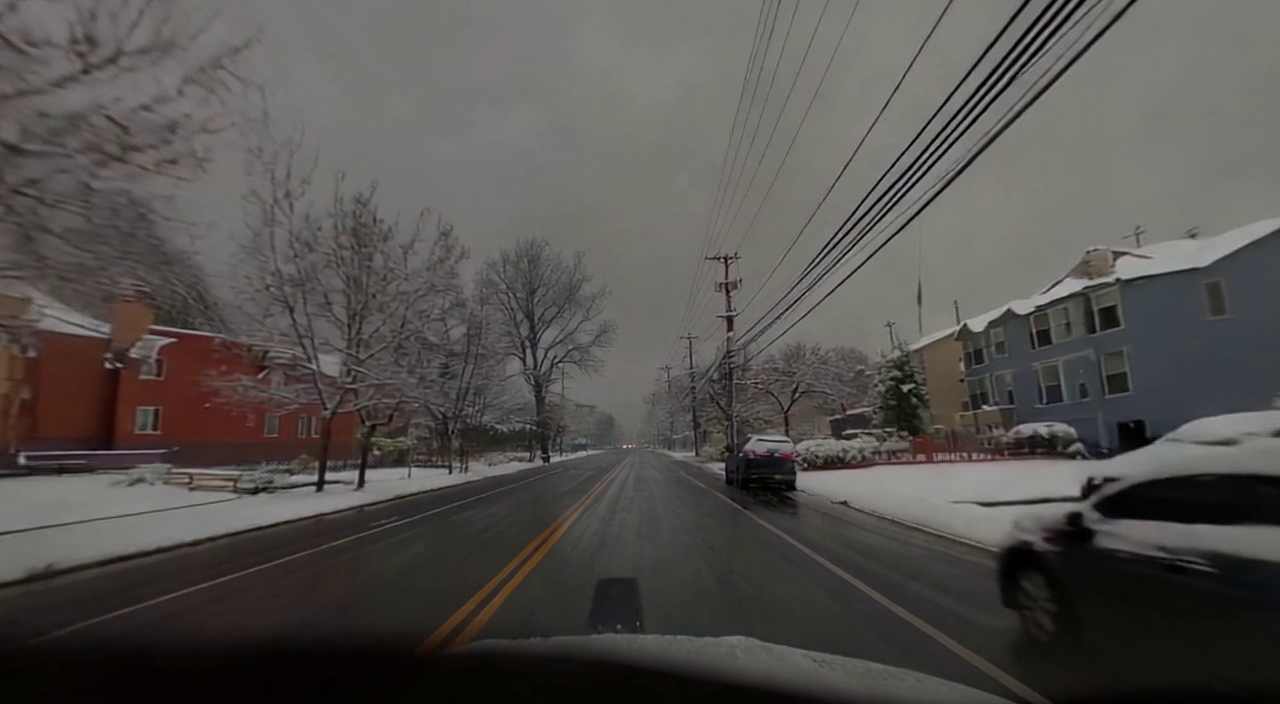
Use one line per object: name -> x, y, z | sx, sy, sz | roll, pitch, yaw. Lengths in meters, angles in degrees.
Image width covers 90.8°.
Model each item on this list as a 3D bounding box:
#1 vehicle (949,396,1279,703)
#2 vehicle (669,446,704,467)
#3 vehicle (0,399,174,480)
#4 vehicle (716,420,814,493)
vehicle -> 3.551, 0.982, 2.796 | 1.979, 1.524, 4.602 | 0, -8, -1
vehicle -> 3.447, 7.839, 47.796 | 2.191, 1.494, 4.957 | 0, -8, 0
vehicle -> -21.332, 2.992, 21.540 | 2.970, 2.515, 10.445 | -2, -7, 0
vehicle -> 3.795, 3.282, 20.146 | 2.088, 2.019, 4.802 | 0, -8, 0
